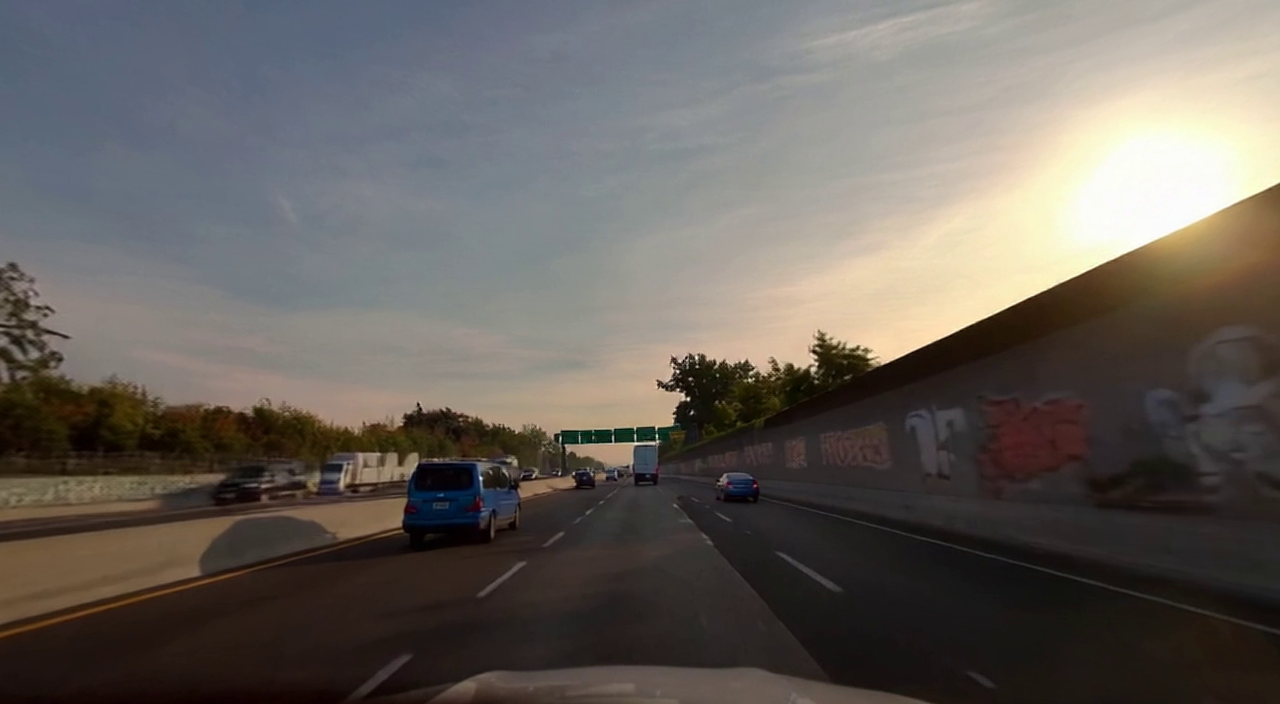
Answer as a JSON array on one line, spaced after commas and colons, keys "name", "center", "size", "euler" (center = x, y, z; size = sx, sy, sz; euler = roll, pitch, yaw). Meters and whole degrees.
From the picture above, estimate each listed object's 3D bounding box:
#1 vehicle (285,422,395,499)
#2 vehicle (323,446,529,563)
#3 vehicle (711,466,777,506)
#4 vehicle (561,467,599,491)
[{"name": "vehicle", "center": [-16.744, 6.169, 35.736], "size": [3.036, 3.971, 5.894], "euler": [0, -10, 0]}, {"name": "vehicle", "center": [-3.415, 2.566, 11.187], "size": [2.004, 1.610, 4.508], "euler": [0, -10, 1]}, {"name": "vehicle", "center": [4.146, 5.415, 25.717], "size": [1.917, 1.458, 4.199], "euler": [1, -10, -1]}, {"name": "vehicle", "center": [-3.891, 8.337, 41.580], "size": [2.054, 1.443, 4.131], "euler": [0, -10, 0]}]
